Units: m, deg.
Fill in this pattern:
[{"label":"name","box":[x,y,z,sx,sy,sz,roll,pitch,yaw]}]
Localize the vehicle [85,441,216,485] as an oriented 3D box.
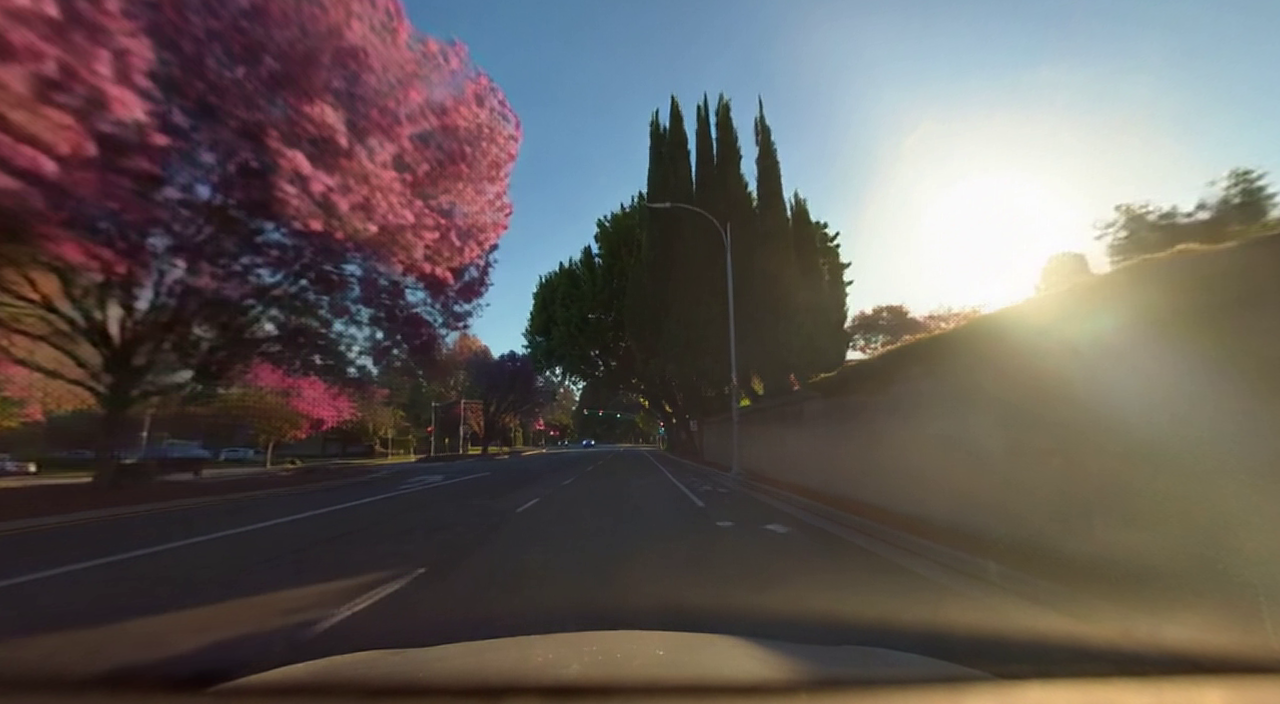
[{"label":"vehicle","box":[-20.623,4.659,26.818,1.896,1.689,4.599,0,-8,0]}]
